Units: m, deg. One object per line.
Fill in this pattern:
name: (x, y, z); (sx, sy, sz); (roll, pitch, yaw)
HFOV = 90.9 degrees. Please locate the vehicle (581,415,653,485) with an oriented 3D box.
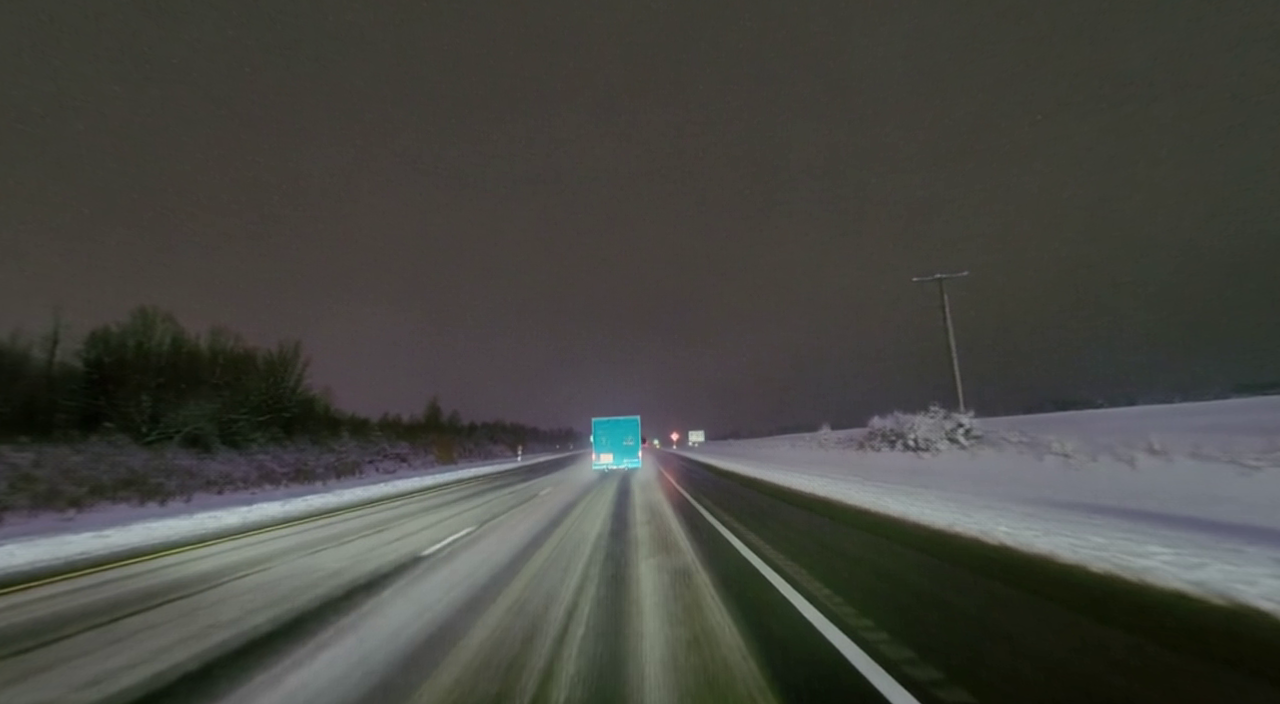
vehicle: (-0.743, 3.422, 22.229); (2.248, 2.154, 4.892); (0, -8, -1)
